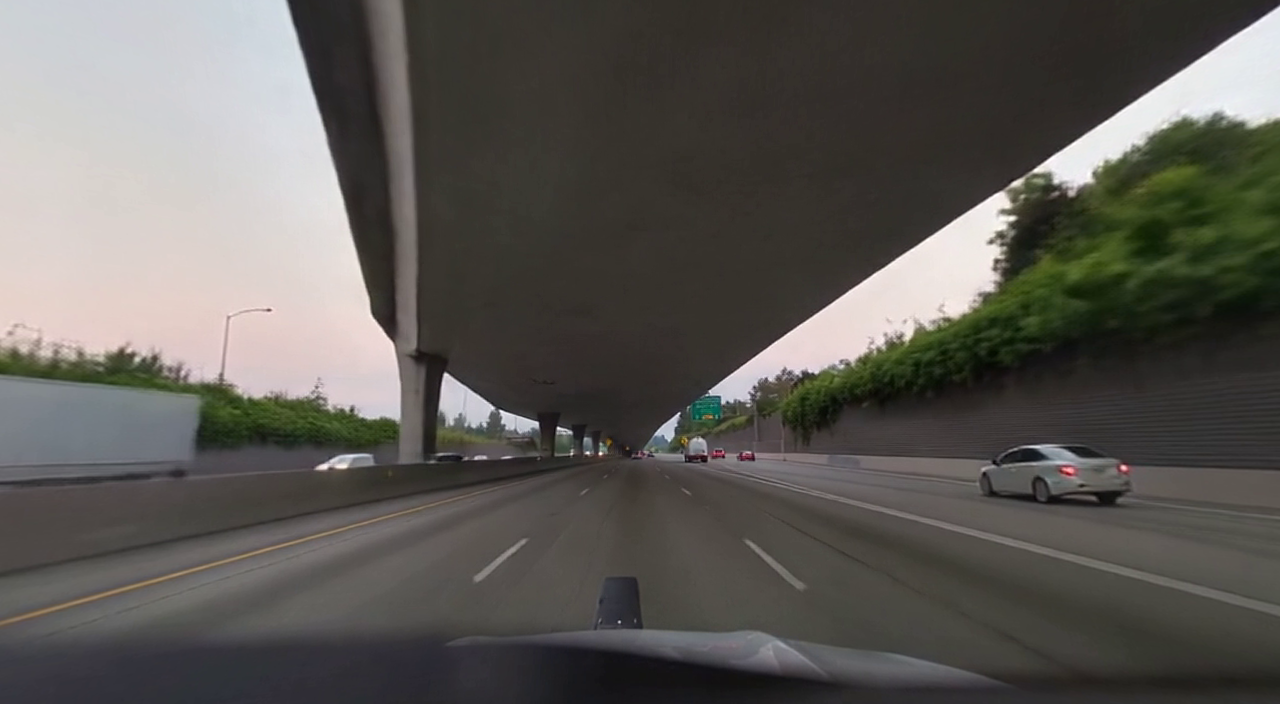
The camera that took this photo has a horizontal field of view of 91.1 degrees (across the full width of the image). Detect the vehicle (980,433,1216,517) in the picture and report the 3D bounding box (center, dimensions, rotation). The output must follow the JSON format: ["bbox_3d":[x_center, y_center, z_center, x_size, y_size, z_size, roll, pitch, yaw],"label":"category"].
[{"bbox_3d":[10.433,2.823,14.952,1.950,1.632,4.845,0,-9,0],"label":"vehicle"}]

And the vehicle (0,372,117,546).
[{"bbox_3d":[-16.252,2.348,13.753,3.138,3.947,7.349,0,-8,-1],"label":"vehicle"}]

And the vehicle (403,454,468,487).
[{"bbox_3d":[-10.217,5.943,31.764,1.913,1.474,4.284,0,-9,-1],"label":"vehicle"}]
